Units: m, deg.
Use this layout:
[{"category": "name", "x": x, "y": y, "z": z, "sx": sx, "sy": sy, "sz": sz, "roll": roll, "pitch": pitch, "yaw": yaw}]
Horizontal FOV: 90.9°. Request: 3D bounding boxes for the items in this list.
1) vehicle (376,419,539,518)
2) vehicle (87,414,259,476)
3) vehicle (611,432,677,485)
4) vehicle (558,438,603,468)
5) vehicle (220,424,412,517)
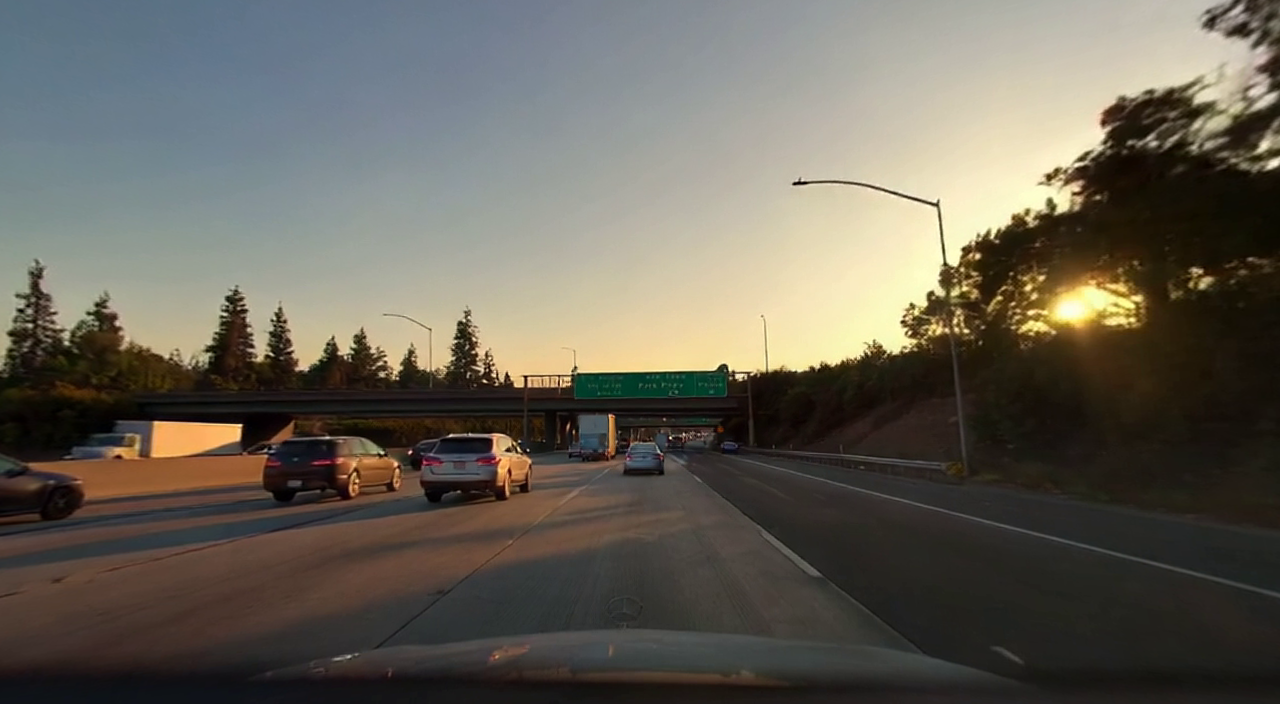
[{"category": "vehicle", "x": -3.741, "y": 2.477, "z": 13.923, "sx": 2.125, "sy": 1.792, "sz": 4.466, "roll": 0, "pitch": -8, "yaw": 2}, {"category": "vehicle", "x": -27.949, "y": 5.687, "z": 38.652, "sx": 2.909, "sy": 3.253, "sz": 9.778, "roll": 0, "pitch": -8, "yaw": 1}, {"category": "vehicle", "x": 0.172, "y": 3.785, "z": 22.769, "sx": 2.180, "sy": 1.716, "sz": 3.920, "roll": 0, "pitch": -8, "yaw": 1}, {"category": "vehicle", "x": -3.490, "y": 6.020, "z": 37.822, "sx": 2.243, "sy": 1.683, "sz": 4.178, "roll": 0, "pitch": -8, "yaw": 1}, {"category": "vehicle", "x": -6.967, "y": 2.572, "z": 14.207, "sx": 1.998, "sy": 1.770, "sz": 4.222, "roll": 0, "pitch": -8, "yaw": 1}]
